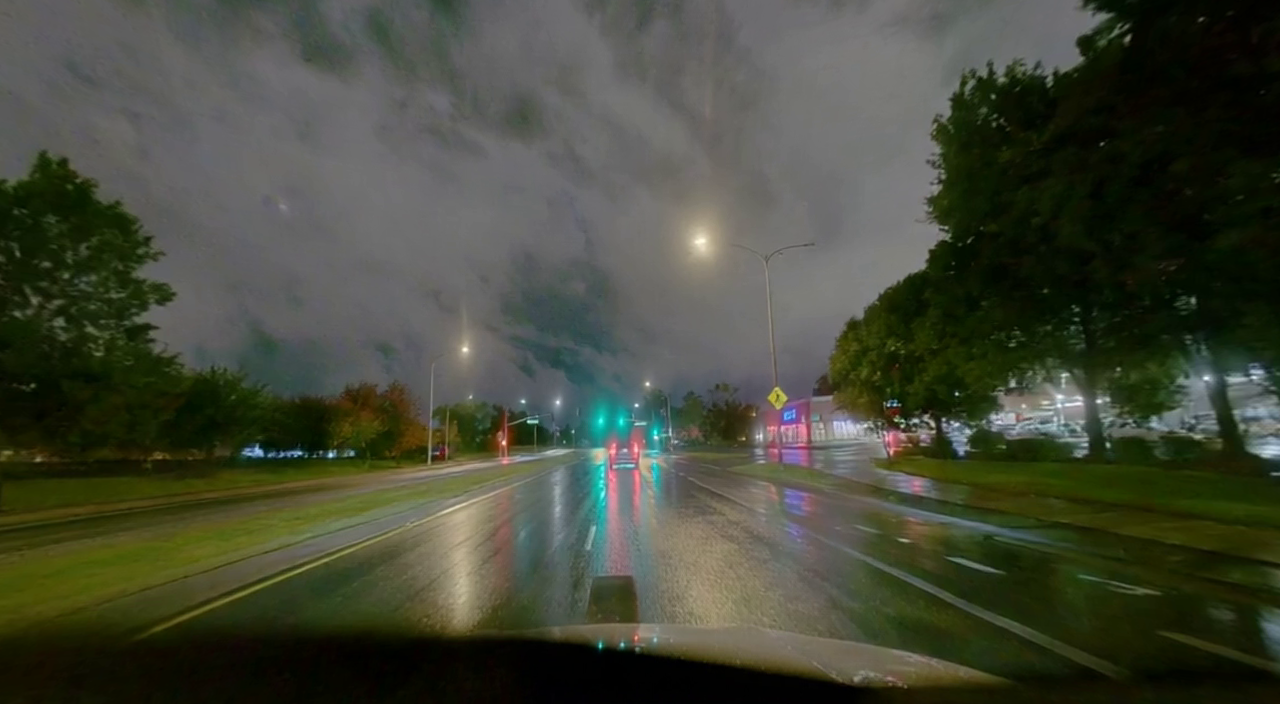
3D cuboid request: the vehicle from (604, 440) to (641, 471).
[{"bbox_3d":[-0.961,5.916,36.372,2.024,1.628,4.774,0,-8,-1],"label":"vehicle"}]
